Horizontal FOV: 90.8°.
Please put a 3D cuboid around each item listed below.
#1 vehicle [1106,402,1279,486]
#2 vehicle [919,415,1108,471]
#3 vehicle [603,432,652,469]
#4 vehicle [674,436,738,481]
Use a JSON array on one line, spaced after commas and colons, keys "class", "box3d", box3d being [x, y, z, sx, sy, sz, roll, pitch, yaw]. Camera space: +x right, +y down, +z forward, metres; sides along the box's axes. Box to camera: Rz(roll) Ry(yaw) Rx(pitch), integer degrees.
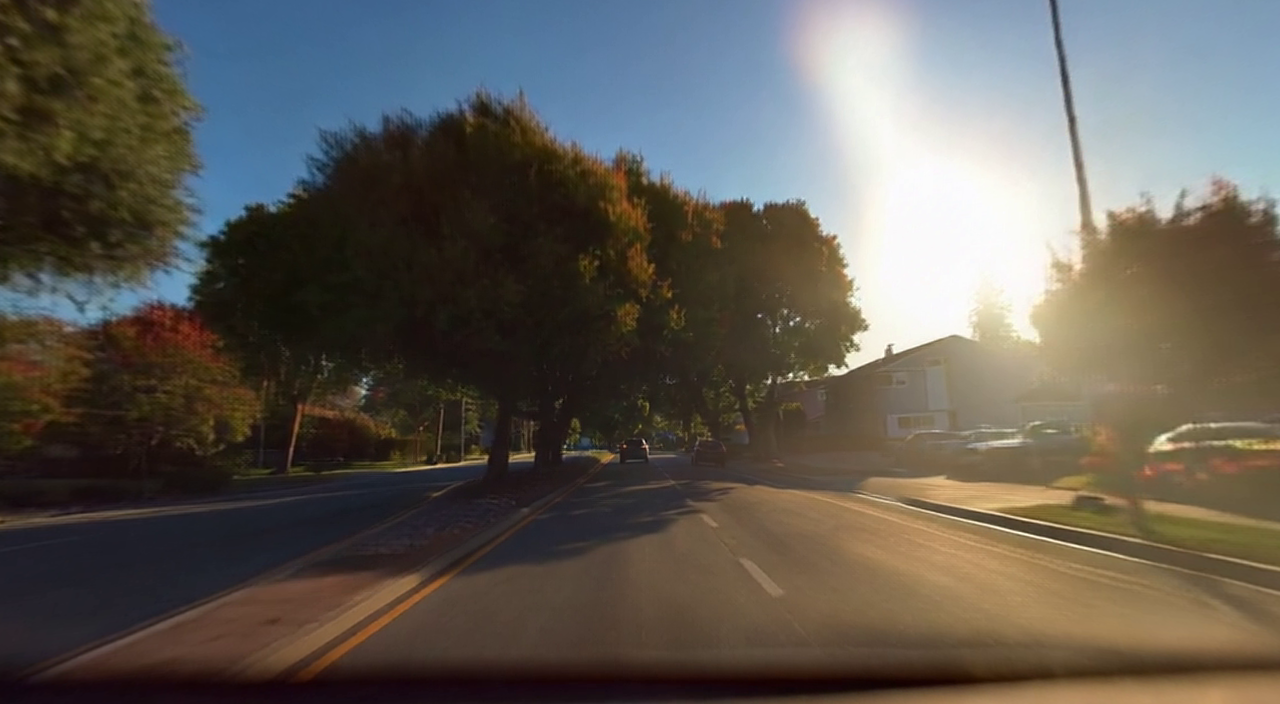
[{"class": "vehicle", "box3d": [11.196, 1.739, 11.925, 1.799, 1.431, 3.486, 8, -12, -44]}, {"class": "vehicle", "box3d": [11.330, 2.798, 19.394, 4.557, 1.509, 1.971, -8, -11, 42]}, {"class": "vehicle", "box3d": [-0.699, 5.365, 34.515, 2.488, 1.881, 4.814, 0, -8, -1]}, {"class": "vehicle", "box3d": [2.486, 4.153, 24.917, 2.003, 1.614, 4.072, 0, -8, -1]}]
